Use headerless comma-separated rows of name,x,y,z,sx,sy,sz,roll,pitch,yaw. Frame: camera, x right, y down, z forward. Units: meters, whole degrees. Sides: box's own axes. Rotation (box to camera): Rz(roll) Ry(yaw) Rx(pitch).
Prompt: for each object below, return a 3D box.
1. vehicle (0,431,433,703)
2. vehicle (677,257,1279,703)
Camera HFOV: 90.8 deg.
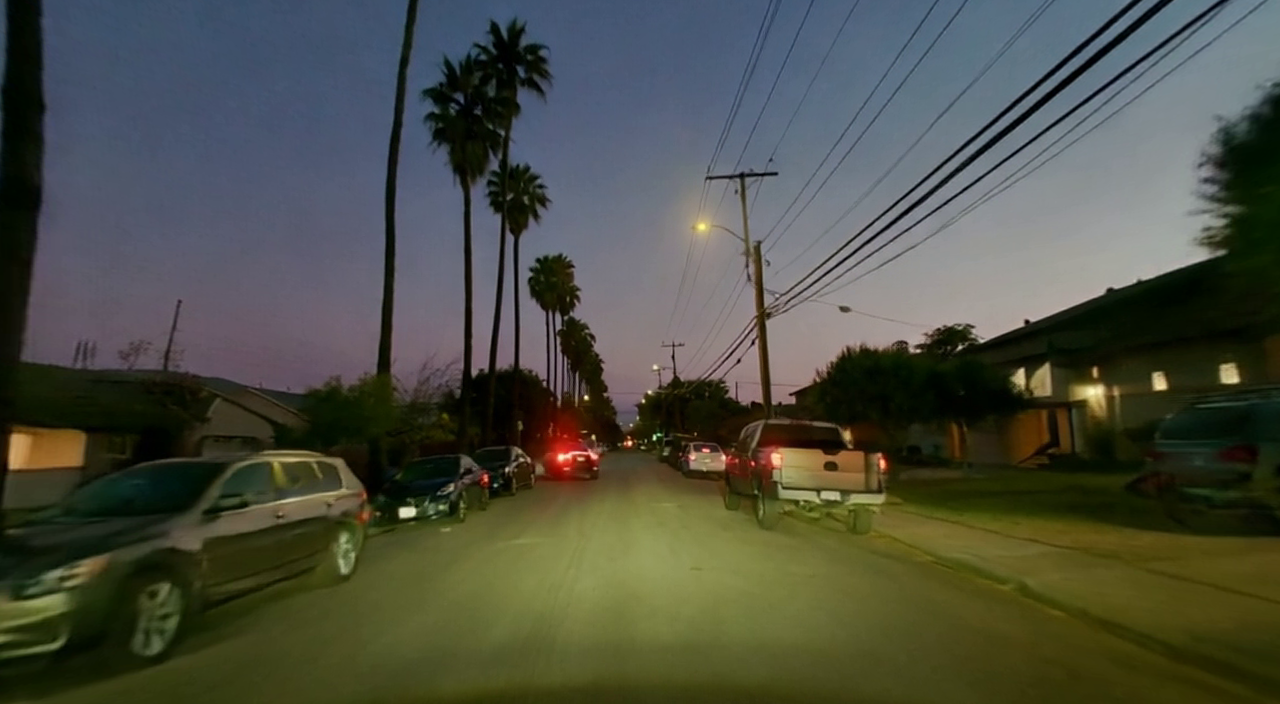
vehicle,-3.984,1.586,5.865,2.130,1.543,5.386,0,-9,2
vehicle,1.846,1.225,3.273,2.966,2.216,4.279,0,-9,-1
